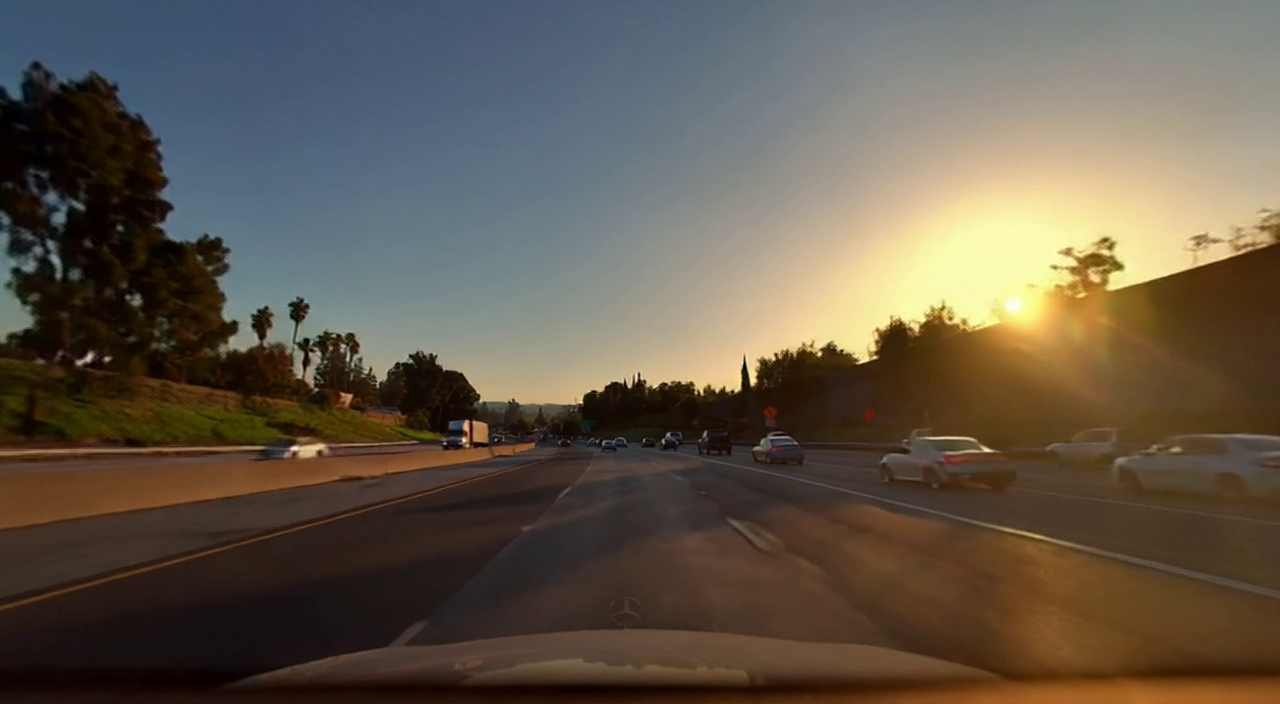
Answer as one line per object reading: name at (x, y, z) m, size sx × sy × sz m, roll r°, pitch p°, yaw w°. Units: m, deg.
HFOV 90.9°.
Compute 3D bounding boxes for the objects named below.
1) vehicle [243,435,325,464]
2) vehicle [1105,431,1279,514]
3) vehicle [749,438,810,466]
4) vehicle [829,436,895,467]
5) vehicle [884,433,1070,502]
vehicle at (-19.539, 5.382, 34.846) m, size 1.911 × 1.468 × 4.695 m, roll 0°, pitch -8°, yaw -2°
vehicle at (13.146, 2.608, 14.164) m, size 1.903 × 1.571 × 4.455 m, roll 0°, pitch -8°, yaw -1°
vehicle at (7.718, 5.575, 35.334) m, size 2.080 × 1.457 × 4.404 m, roll 0°, pitch -8°, yaw -5°
vehicle at (12.185, 5.468, 34.856) m, size 1.864 × 1.574 × 4.059 m, roll 0°, pitch -8°, yaw -5°
vehicle at (8.326, 2.876, 16.212) m, size 2.092 × 1.478 × 4.647 m, roll 0°, pitch -8°, yaw -2°
